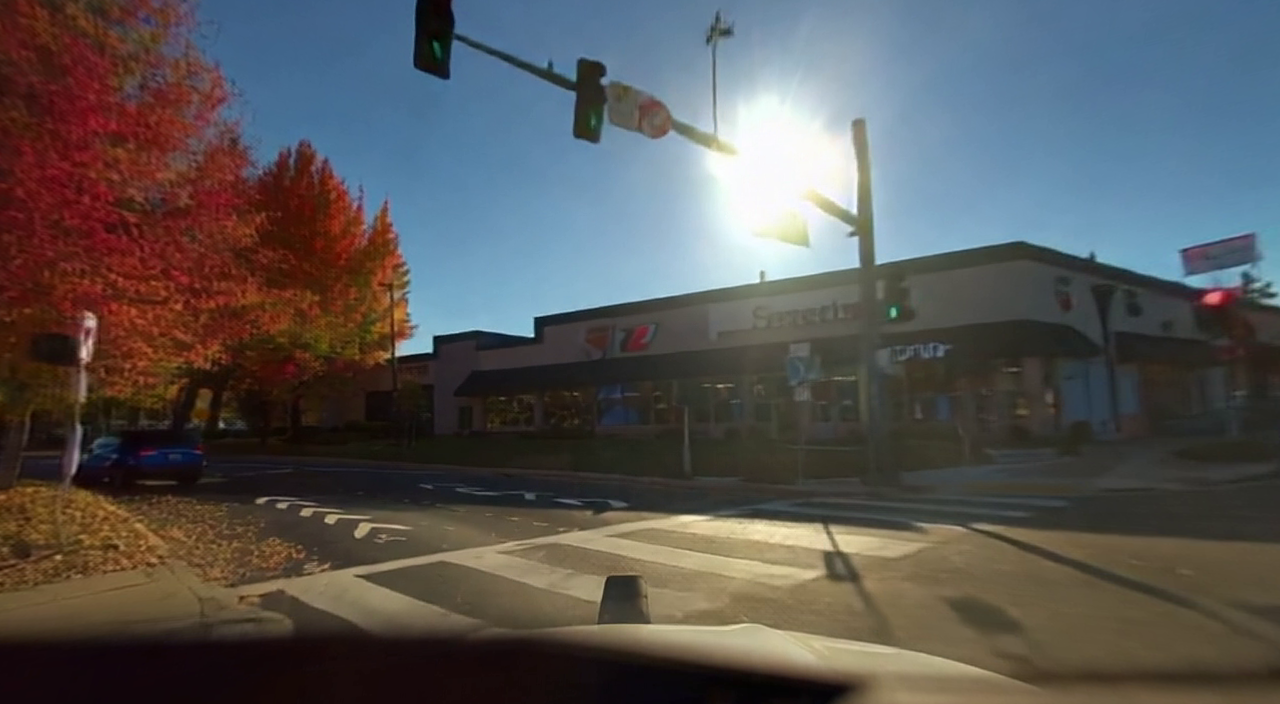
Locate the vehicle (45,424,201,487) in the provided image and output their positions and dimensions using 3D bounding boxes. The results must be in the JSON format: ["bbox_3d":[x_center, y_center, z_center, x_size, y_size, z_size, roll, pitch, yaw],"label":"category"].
[{"bbox_3d":[-16.962,3.311,20.636,5.110,1.814,2.146,-4,-9,30],"label":"vehicle"}]
